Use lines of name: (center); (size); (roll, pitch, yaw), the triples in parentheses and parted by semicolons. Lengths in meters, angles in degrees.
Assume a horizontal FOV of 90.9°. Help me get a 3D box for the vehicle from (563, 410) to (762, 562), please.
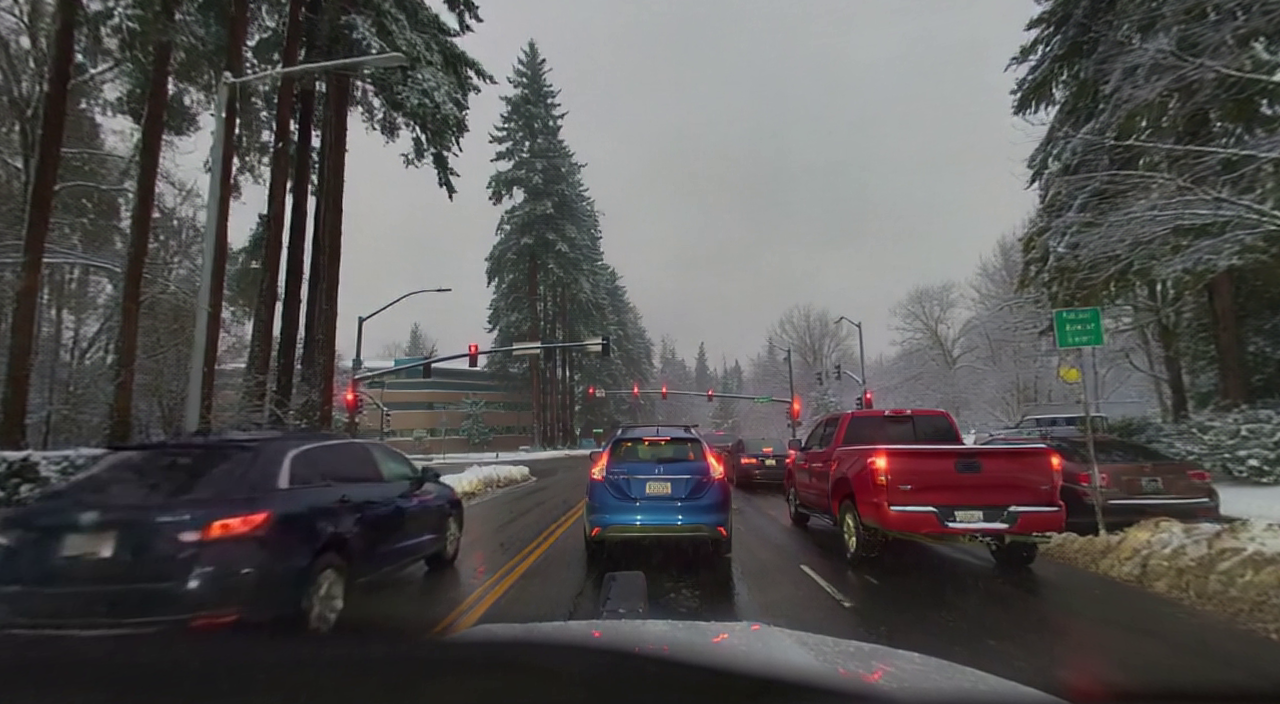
vehicle: (0.246, 1.769, 8.973); (2.168, 1.641, 4.039); (0, -8, 0)

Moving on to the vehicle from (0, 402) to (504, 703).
vehicle: (-2.881, 1.361, 5.478); (2.133, 1.496, 5.150); (0, -8, 1)

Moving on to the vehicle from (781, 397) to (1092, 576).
vehicle: (3.383, 1.633, 8.372); (2.099, 1.725, 4.290); (0, -8, 1)
